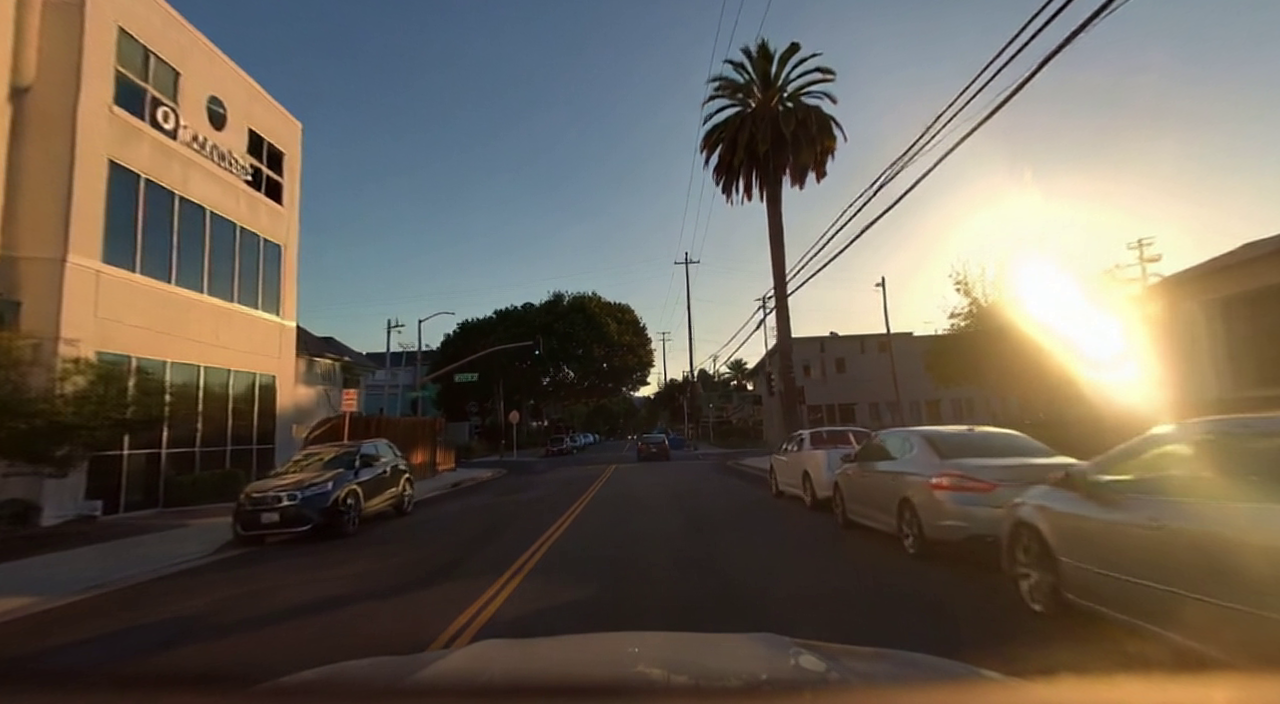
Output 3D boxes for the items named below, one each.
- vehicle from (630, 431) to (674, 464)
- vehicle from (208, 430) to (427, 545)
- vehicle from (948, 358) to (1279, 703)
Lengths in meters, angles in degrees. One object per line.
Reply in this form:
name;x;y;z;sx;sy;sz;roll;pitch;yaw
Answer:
vehicle;0.542;4.884;32.296;2.125;1.524;4.404;0;-8;-1
vehicle;-6.191;2.612;12.982;2.126;1.864;4.831;0;-8;-3
vehicle;3.578;0.900;3.011;1.948;1.607;4.873;-1;-8;3
